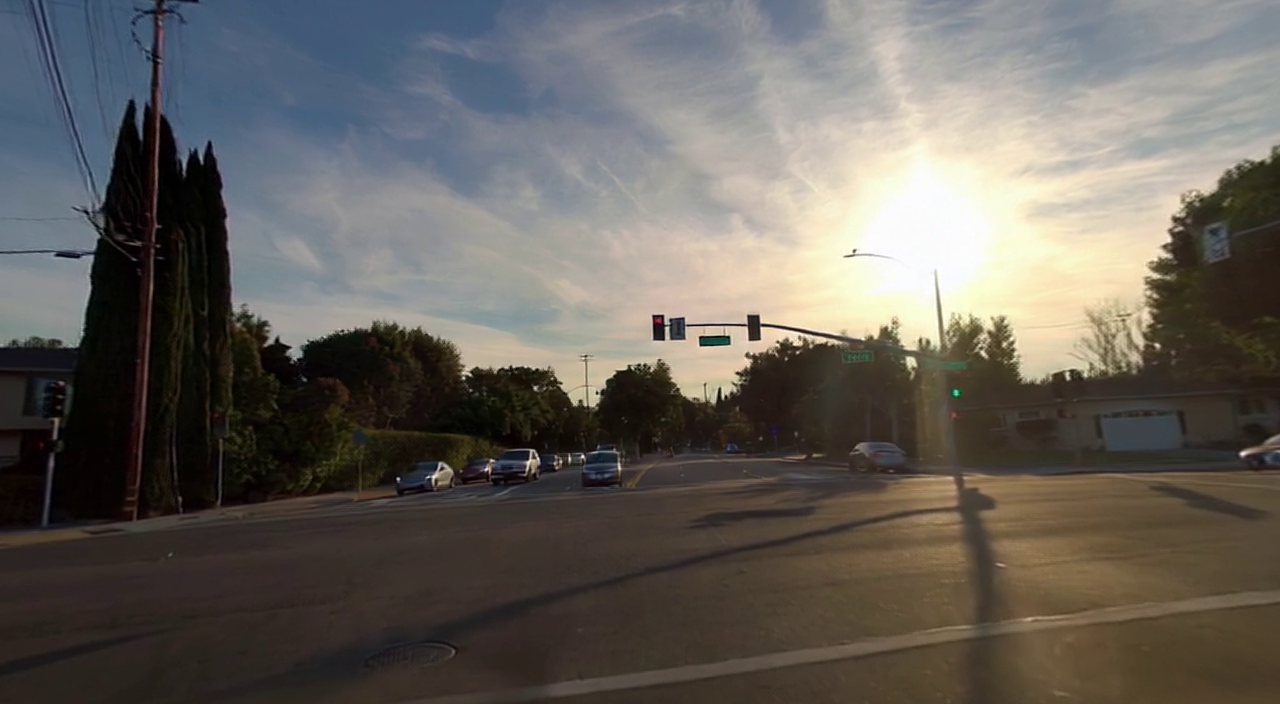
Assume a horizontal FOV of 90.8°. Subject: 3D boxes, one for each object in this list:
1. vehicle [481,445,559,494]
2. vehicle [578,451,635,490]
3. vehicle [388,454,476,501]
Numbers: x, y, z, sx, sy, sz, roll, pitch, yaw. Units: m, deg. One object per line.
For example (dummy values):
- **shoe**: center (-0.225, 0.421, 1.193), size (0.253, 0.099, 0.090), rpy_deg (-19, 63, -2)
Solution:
- **vehicle**: center (-5.322, 5.282, 28.883), size (2.479, 1.977, 5.254), rpy_deg (-1, -9, 1)
- **vehicle**: center (-1.363, 5.139, 27.815), size (2.174, 1.477, 4.805), rpy_deg (-1, -9, 1)
- **vehicle**: center (-9.115, 5.508, 28.183), size (2.241, 1.819, 4.690), rpy_deg (-1, -9, 1)
